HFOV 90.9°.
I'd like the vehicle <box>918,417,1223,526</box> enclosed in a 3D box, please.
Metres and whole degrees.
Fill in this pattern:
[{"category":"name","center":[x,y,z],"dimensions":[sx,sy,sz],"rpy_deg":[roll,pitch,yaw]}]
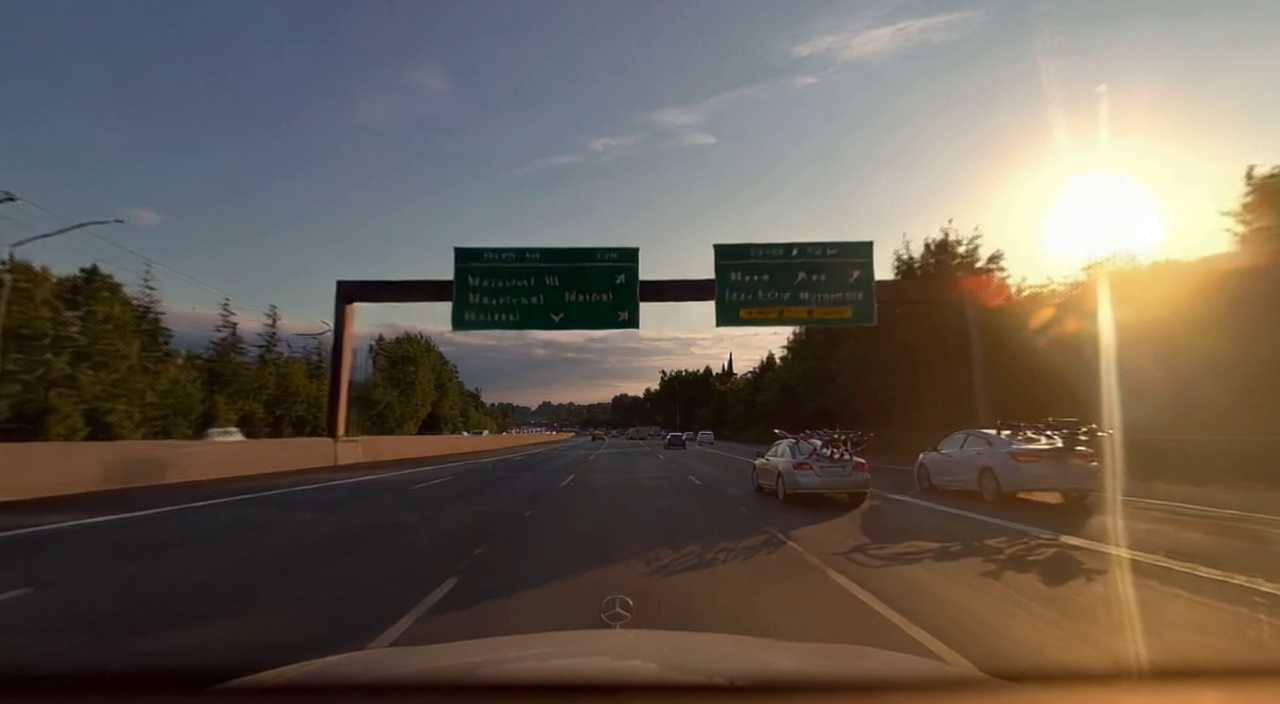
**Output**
[{"category":"vehicle","center":[7.148,2.002,11.322],"dimensions":[2.034,1.511,4.785],"rpy_deg":[0,-8,-1]}]

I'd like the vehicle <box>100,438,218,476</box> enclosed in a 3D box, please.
[{"category":"vehicle","center":[-20.734,4.501,27.425],"dimensions":[1.840,1.471,4.205],"rpy_deg":[0,-7,-1]}]

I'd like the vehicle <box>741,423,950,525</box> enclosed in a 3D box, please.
[{"category":"vehicle","center":[3.318,2.057,11.354],"dimensions":[2.094,1.441,4.568],"rpy_deg":[0,-8,-2]}]
